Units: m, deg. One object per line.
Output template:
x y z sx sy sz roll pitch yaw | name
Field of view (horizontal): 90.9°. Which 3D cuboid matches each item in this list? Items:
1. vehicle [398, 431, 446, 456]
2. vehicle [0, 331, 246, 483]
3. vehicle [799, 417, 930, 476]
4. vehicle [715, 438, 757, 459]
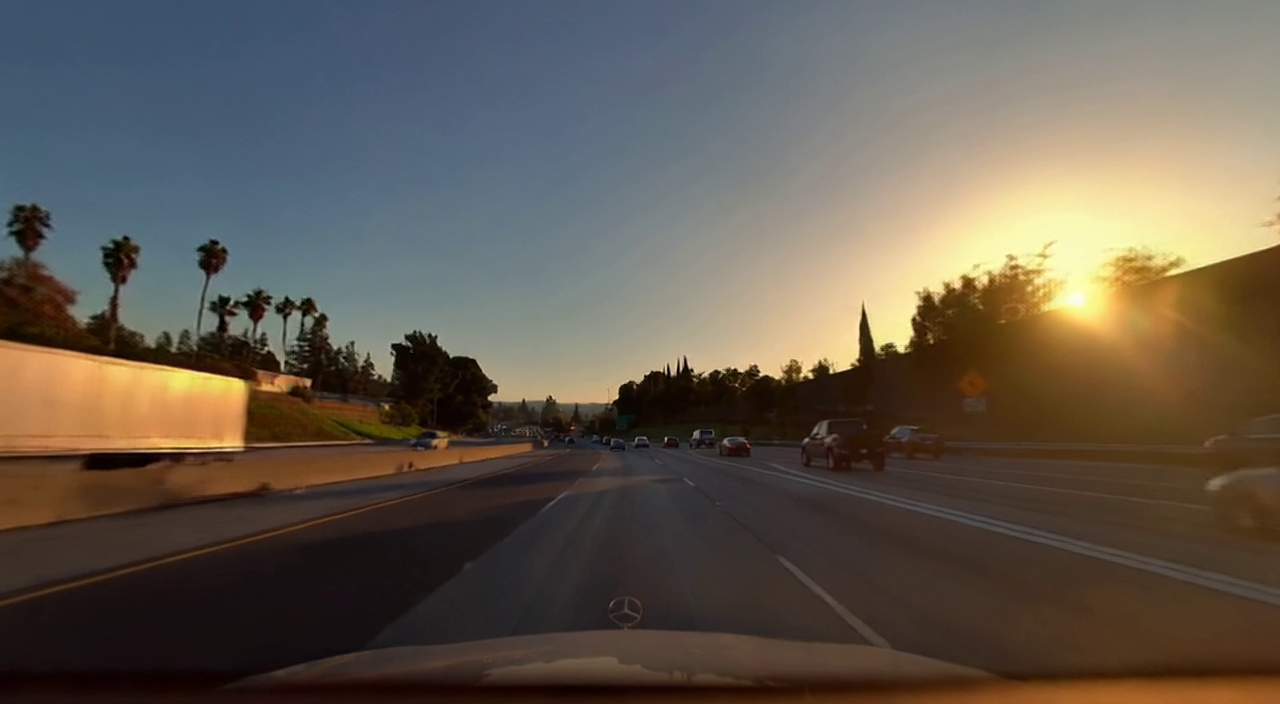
-15.905 6.693 46.293 2.019 1.712 4.612 0 -8 -2 | vehicle
-19.317 1.942 20.304 2.881 4.181 16.486 0 -8 -1 | vehicle
8.479 3.692 24.811 2.622 1.977 6.537 0 -8 -1 | vehicle
6.988 7.080 46.275 2.110 1.481 4.511 0 -8 -4 | vehicle
